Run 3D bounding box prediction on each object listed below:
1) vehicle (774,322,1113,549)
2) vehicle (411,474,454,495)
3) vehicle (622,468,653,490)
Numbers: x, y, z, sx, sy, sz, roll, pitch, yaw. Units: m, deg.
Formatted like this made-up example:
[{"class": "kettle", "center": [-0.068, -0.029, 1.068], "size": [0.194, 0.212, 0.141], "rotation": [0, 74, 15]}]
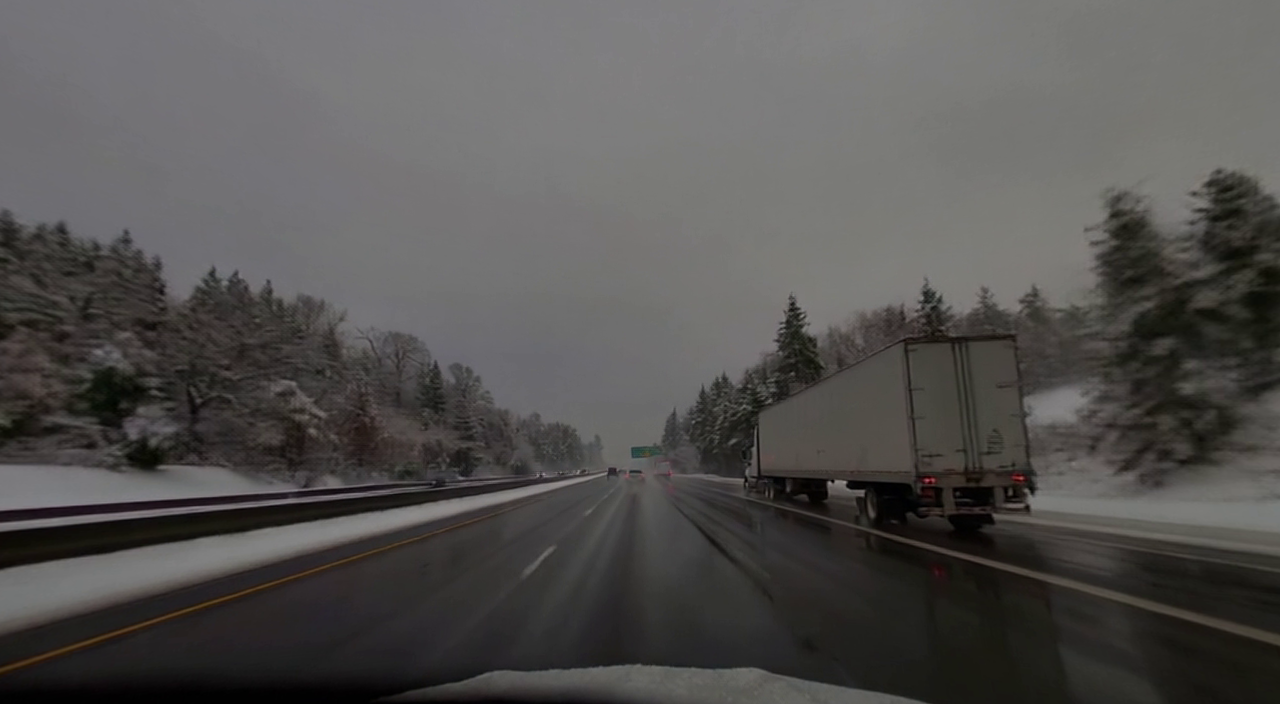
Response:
[{"class": "vehicle", "center": [6.869, 2.710, 18.270], "size": [2.926, 4.073, 13.836], "rotation": [1, -11, 0]}, {"class": "vehicle", "center": [-15.758, 10.068, 48.029], "size": [1.840, 1.425, 4.145], "rotation": [1, -11, 1]}, {"class": "vehicle", "center": [-0.185, 8.900, 44.242], "size": [2.029, 1.459, 3.684], "rotation": [1, -11, 0]}]
